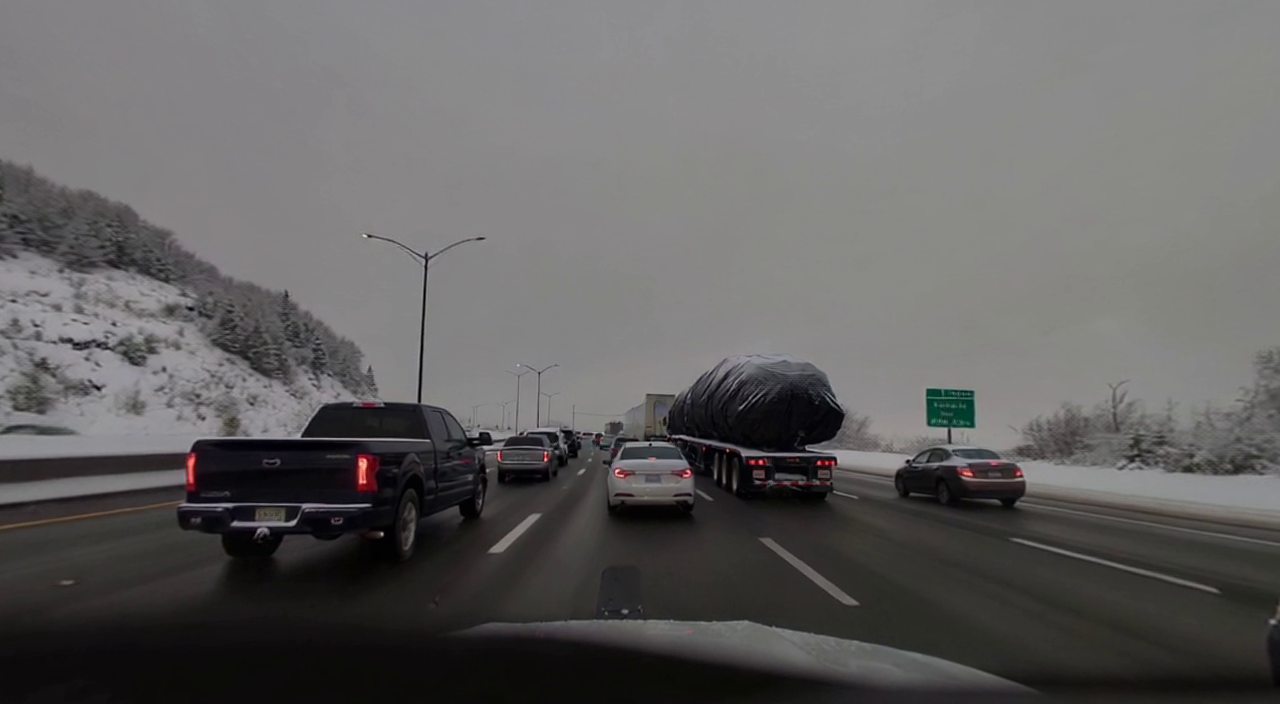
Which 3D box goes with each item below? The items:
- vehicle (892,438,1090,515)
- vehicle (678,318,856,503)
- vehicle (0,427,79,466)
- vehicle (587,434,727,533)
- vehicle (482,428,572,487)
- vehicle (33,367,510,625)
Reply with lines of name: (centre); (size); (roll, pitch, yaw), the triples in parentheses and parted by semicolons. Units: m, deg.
vehicle: (7.755, 2.764, 14.556); (2.092, 1.495, 4.194); (0, -8, -1)
vehicle: (3.122, 2.051, 19.464); (2.759, 4.098, 10.906); (0, -8, -2)
vehicle: (-25.985, 3.874, 25.821); (2.028, 1.489, 4.510); (0, -8, -3)
vehicle: (0.199, 2.271, 11.558); (2.105, 1.471, 3.978); (0, -8, -2)
vehicle: (-3.788, 3.636, 22.166); (2.348, 1.821, 5.061); (0, -8, -1)
vehicle: (-3.286, 1.444, 7.424); (2.318, 1.902, 5.374); (0, -8, 1)
